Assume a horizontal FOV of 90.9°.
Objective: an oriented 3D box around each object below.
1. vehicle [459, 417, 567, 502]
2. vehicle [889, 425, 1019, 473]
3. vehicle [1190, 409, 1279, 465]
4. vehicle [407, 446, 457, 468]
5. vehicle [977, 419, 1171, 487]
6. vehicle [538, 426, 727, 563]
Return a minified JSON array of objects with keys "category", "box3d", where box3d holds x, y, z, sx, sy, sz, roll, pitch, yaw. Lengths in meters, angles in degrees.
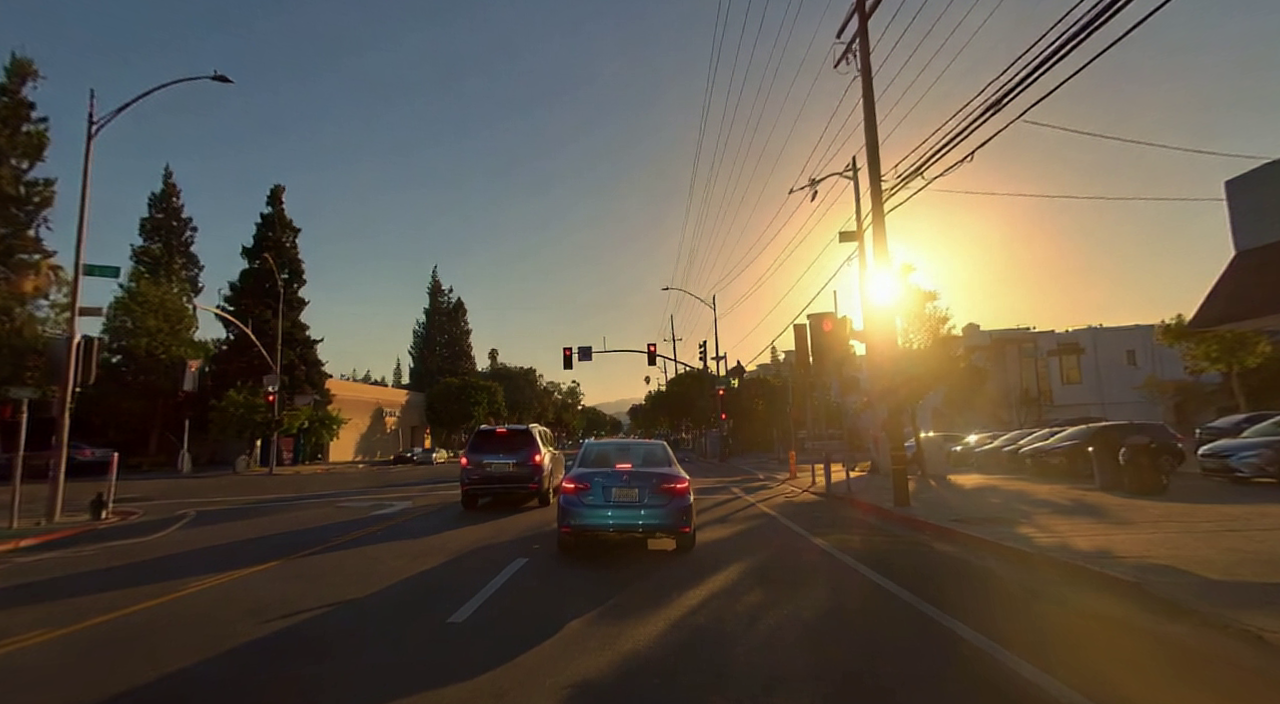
[{"category":"vehicle","box3d":[-3.050,2.689,16.140,2.106,1.852,4.512,0,-8,-4]},{"category":"vehicle","box3d":[10.645,3.343,21.839,1.842,1.471,4.481,1,-8,-6]},{"category":"vehicle","box3d":[18.720,2.550,18.809,4.446,1.511,1.977,4,-10,-29]},{"category":"vehicle","box3d":[-15.551,7.807,46.994,2.111,1.511,4.641,6,-10,-36]},{"category":"vehicle","box3d":[10.539,2.494,15.811,1.888,1.455,4.268,0,-8,1]},{"category":"vehicle","box3d":[-0.151,1.874,9.097,2.070,1.481,4.216,0,-8,-2]}]
